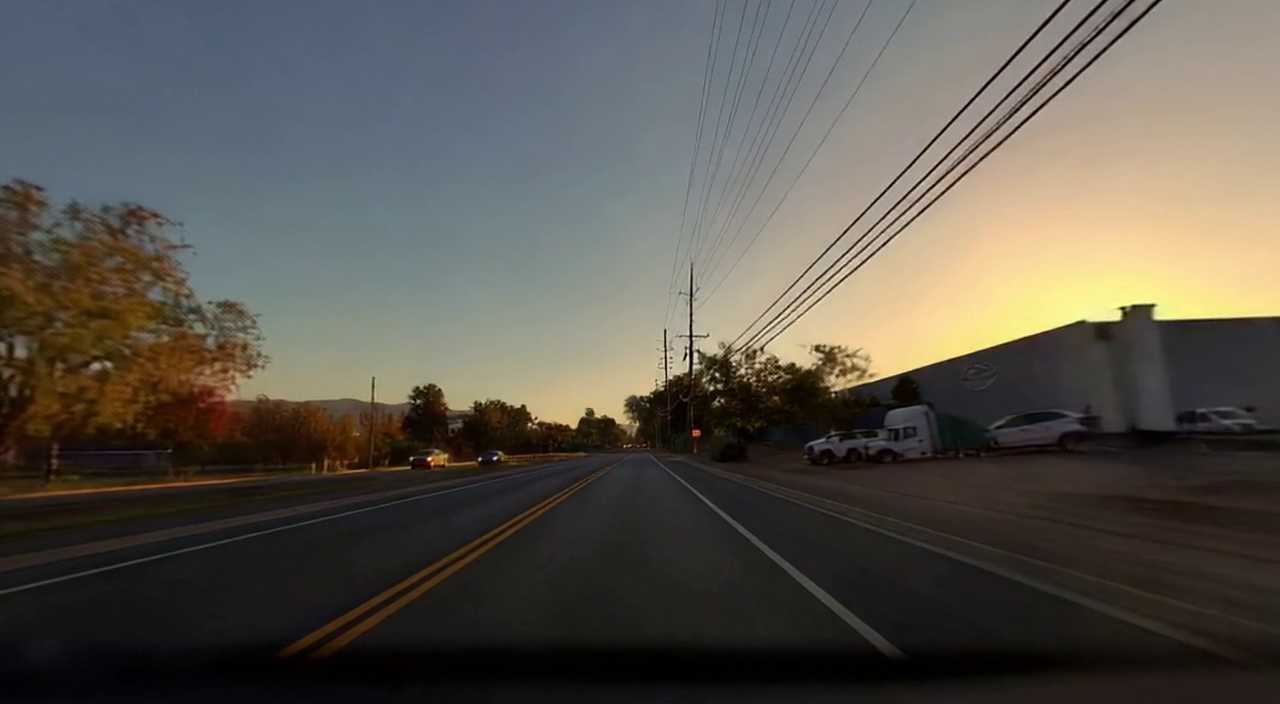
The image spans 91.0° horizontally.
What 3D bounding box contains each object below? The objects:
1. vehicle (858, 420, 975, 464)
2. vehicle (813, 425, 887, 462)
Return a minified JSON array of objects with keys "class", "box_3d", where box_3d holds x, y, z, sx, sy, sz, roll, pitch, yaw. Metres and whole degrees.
[{"class":"vehicle","box_3d":[15.848,5.316,37.009,3.199,2.263,8.199,0,-9,0]},{"class":"vehicle","box_3d":[15.662,6.950,47.586,2.923,2.494,7.148,-1,-8,-2]}]
